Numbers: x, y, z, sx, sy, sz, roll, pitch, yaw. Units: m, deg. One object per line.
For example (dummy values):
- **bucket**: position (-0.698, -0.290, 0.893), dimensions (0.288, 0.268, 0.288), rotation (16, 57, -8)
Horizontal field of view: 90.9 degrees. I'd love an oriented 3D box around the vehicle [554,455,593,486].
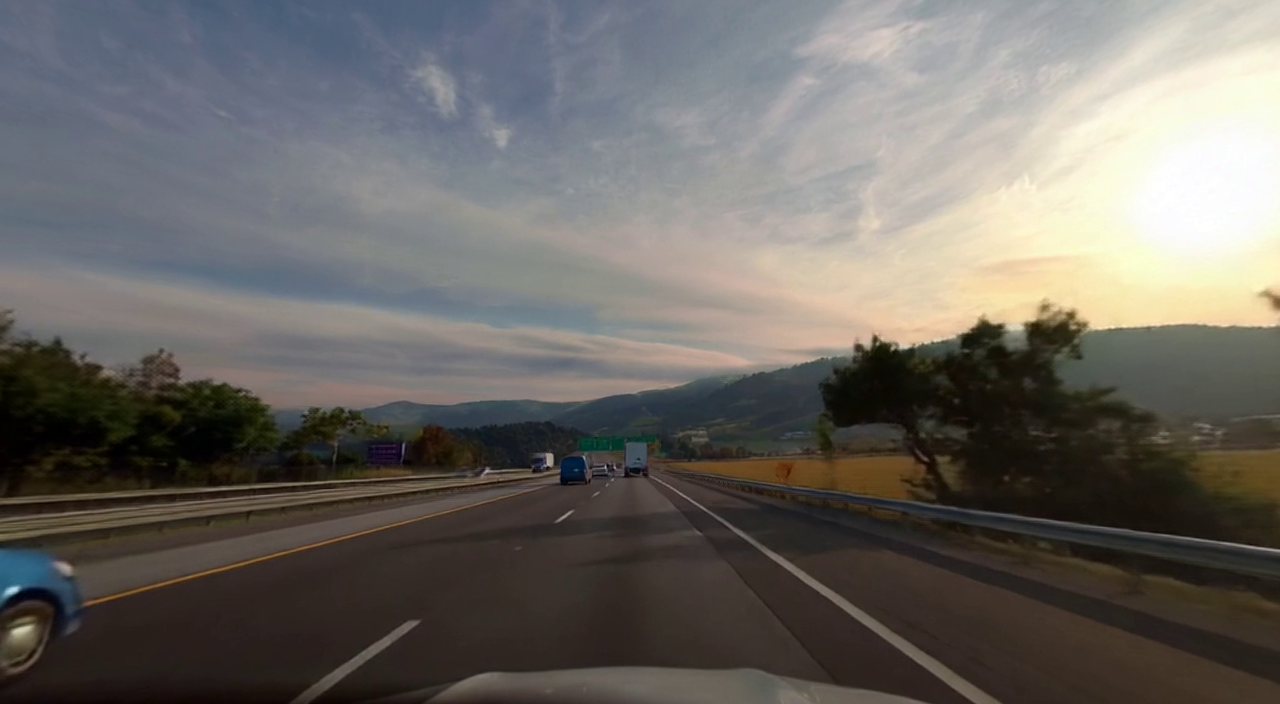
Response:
- **vehicle**: position (-4.454, 8.069, 42.914), dimensions (2.208, 1.973, 4.716), rotation (1, -10, 0)
